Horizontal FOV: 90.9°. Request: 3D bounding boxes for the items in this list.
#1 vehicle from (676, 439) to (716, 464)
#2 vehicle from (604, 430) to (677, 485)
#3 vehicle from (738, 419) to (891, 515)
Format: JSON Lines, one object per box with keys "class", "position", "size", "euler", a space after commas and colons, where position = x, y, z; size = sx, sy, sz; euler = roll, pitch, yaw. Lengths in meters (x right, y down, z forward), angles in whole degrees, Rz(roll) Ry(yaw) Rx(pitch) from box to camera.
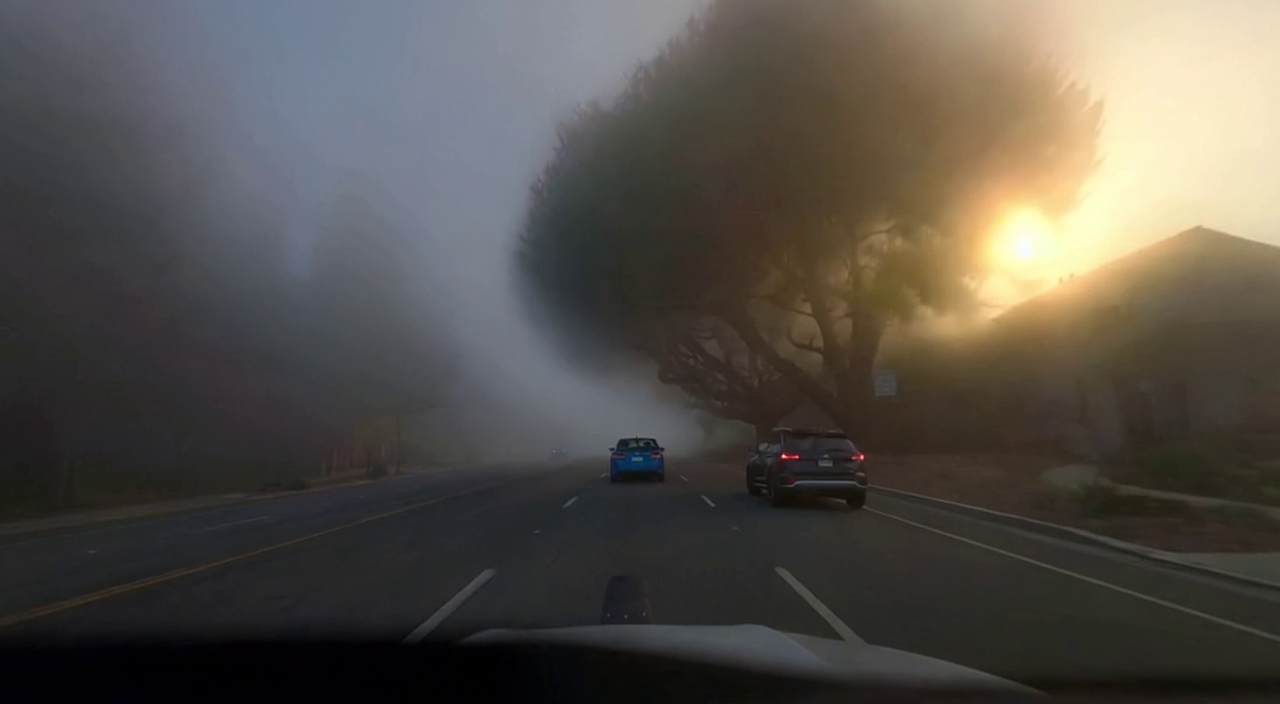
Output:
{"class": "vehicle", "position": [3.409, 6.224, 39.406], "size": [2.099, 1.463, 4.130], "euler": [0, -8, 0]}
{"class": "vehicle", "position": [0.026, 3.520, 21.271], "size": [2.200, 1.653, 4.127], "euler": [0, -8, 1]}
{"class": "vehicle", "position": [3.486, 2.409, 13.649], "size": [2.024, 1.711, 4.512], "euler": [0, -8, 0]}
